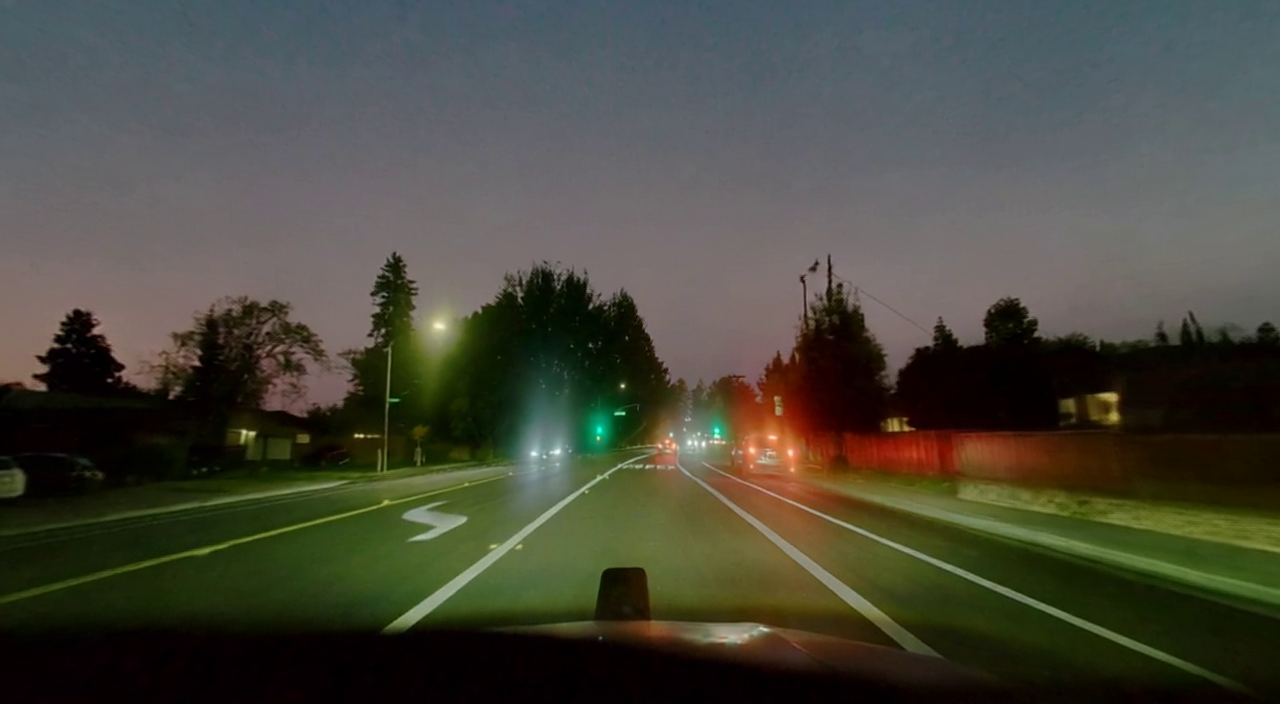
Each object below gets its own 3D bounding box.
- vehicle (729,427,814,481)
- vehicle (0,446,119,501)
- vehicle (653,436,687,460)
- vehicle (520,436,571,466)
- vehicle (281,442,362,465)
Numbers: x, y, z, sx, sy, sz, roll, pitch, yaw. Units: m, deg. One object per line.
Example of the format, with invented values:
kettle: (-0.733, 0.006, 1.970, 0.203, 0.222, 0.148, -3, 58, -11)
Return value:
vehicle: (5.007, 3.978, 24.839, 2.233, 1.887, 5.347, 0, -8, 1)
vehicle: (-20.255, 3.936, 20.709, 4.411, 1.682, 2.126, 0, -9, 3)
vehicle: (2.308, 7.209, 47.380, 2.115, 1.679, 4.235, -1, -9, 8)
vehicle: (-6.267, 6.642, 42.416, 2.200, 1.852, 4.897, -1, -8, 6)
vehicle: (-24.515, 7.805, 48.664, 4.999, 1.735, 2.227, 1, -8, -8)
